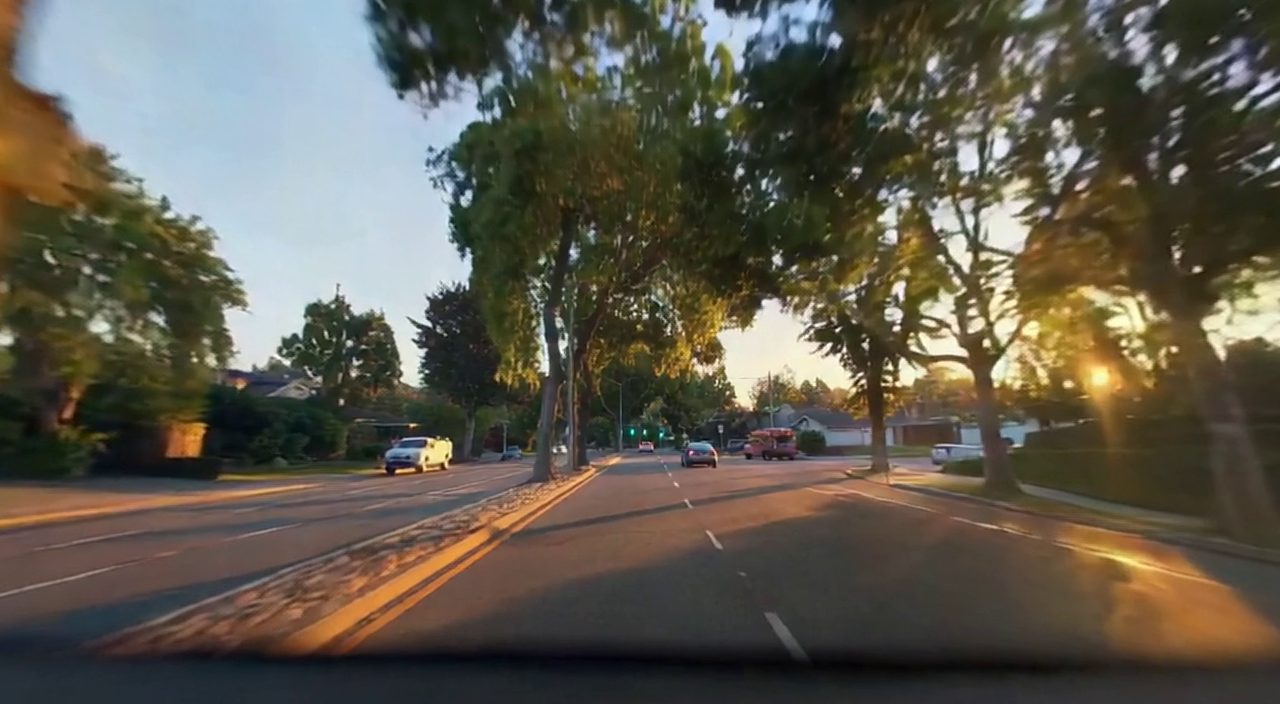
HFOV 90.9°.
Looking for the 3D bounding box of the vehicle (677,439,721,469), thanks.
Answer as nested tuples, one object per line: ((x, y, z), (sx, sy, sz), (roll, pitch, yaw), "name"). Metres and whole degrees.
((3.112, 5.490, 34.022), (1.960, 1.479, 4.086), (0, -8, 0), "vehicle")

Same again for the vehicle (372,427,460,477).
((-11.717, 5.298, 33.626), (2.347, 2.428, 6.149), (0, -8, 1), "vehicle")

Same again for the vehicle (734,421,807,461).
((9.661, 6.735, 47.501), (2.331, 2.747, 6.993), (3, -9, -16), "vehicle")
